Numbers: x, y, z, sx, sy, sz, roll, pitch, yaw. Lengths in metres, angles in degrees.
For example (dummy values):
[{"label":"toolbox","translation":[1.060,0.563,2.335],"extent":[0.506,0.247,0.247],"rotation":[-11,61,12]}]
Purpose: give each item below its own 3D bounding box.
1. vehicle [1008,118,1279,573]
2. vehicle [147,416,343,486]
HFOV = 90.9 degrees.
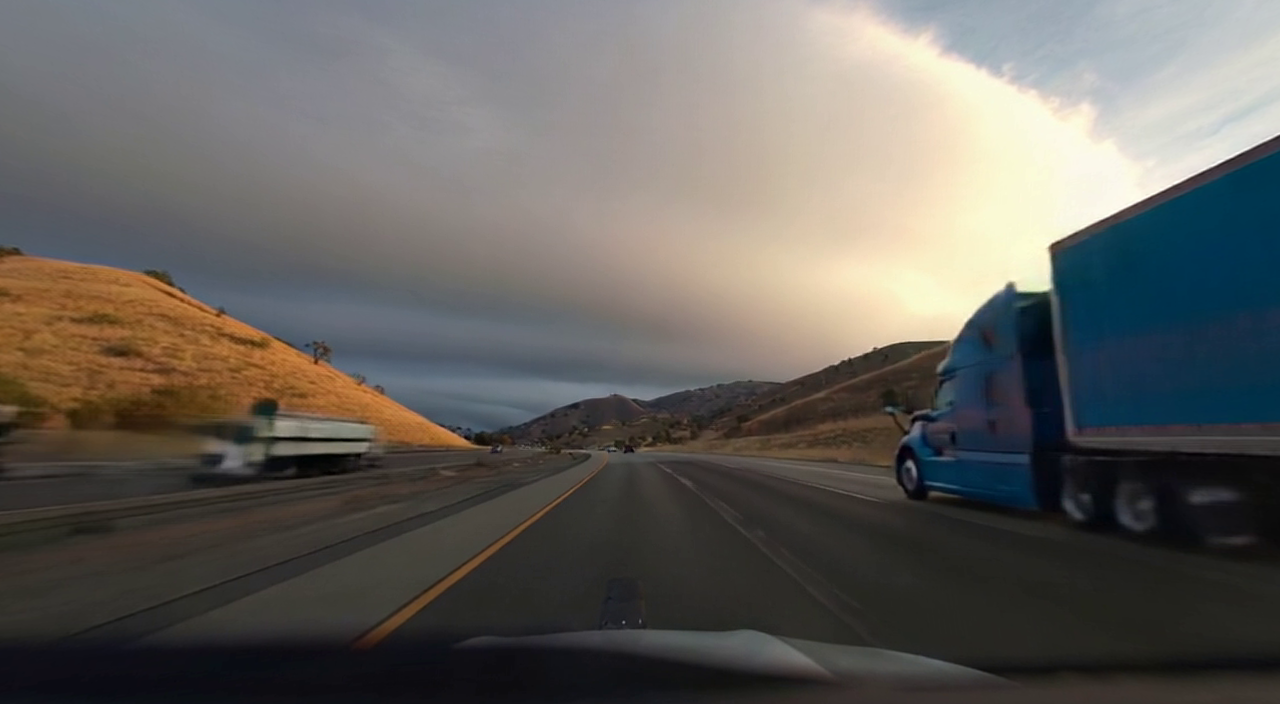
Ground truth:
[{"label":"vehicle","translation":[7.382,-0.631,1.804],"extent":[2.923,4.182,16.345],"rotation":[-1,-8,0]},{"label":"vehicle","translation":[-14.606,3.733,24.212],"extent":[2.850,2.258,7.202],"rotation":[-1,-8,0]}]
